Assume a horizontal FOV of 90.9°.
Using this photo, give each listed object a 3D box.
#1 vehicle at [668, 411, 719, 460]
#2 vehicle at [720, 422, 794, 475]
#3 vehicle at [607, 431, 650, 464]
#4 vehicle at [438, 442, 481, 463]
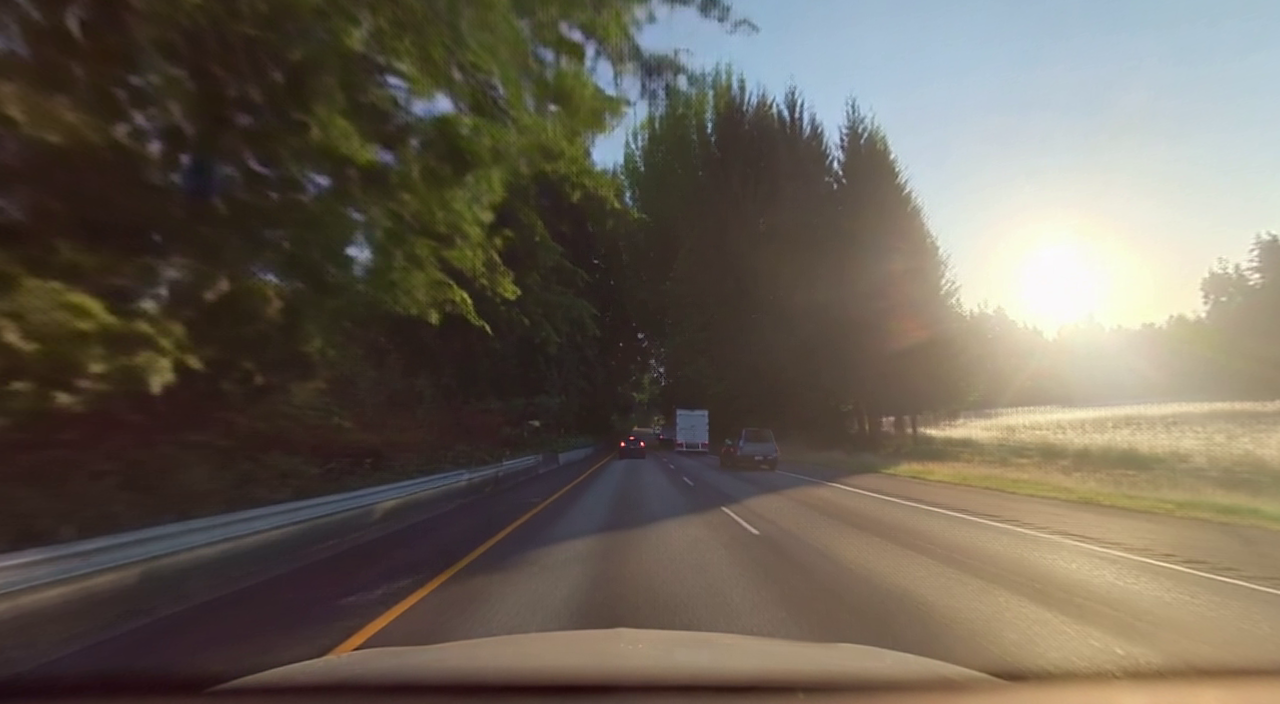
[{"bbox_3d":[3.507,5.698,43.124,2.728,3.053,7.708,0,-8,0],"label":"vehicle"},{"bbox_3d":[4.511,3.772,25.004,2.073,1.905,4.023,0,-8,-1],"label":"vehicle"},{"bbox_3d":[-0.616,5.174,34.553,2.206,1.681,4.111,0,-8,-1],"label":"vehicle"},{"bbox_3d":[-14.157,7.888,49.629,2.107,1.498,4.226,0,-8,1],"label":"vehicle"}]
